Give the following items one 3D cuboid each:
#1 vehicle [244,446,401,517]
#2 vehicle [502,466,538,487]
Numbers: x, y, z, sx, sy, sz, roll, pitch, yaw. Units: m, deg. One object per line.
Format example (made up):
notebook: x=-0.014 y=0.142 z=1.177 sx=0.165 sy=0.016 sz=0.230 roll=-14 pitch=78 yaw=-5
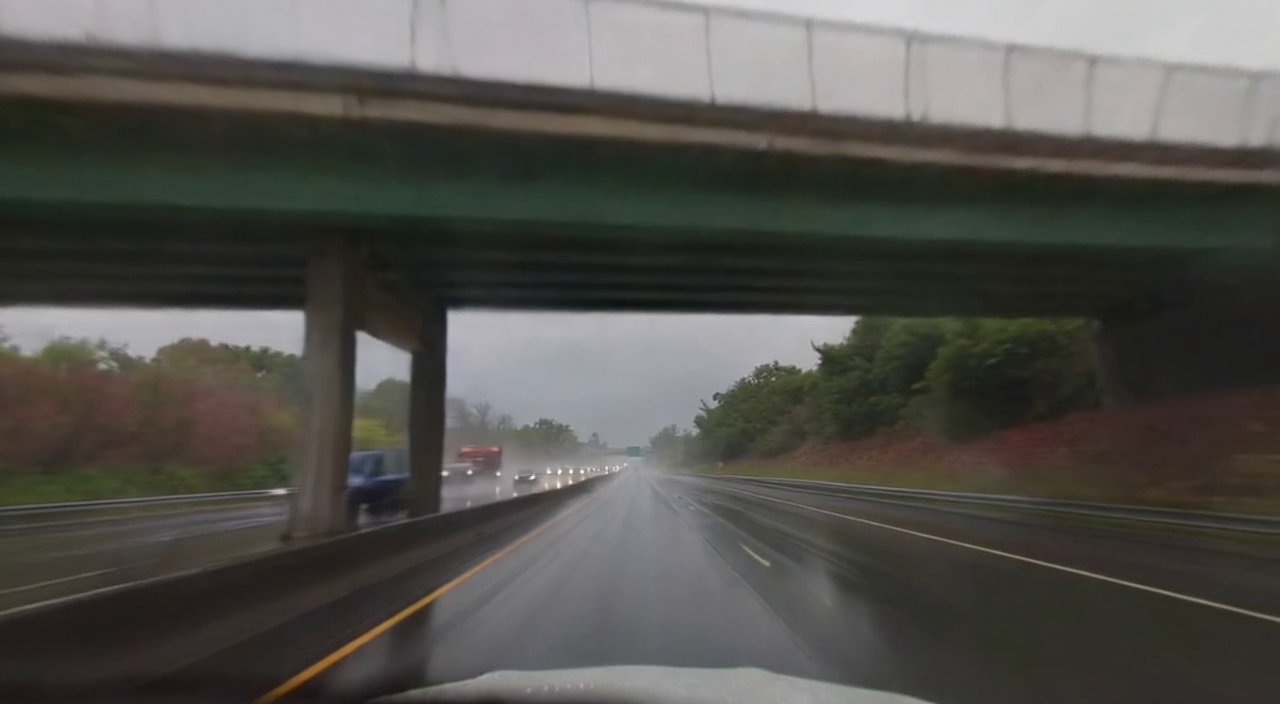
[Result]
vehicle: x=-9.085 y=3.779 z=18.580 sx=2.142 sy=1.773 sz=4.793 roll=1 pitch=-10 yaw=-1
vehicle: x=-9.230 y=9.613 z=48.606 sx=1.919 sy=1.507 sz=3.887 roll=1 pitch=-10 yaw=1
